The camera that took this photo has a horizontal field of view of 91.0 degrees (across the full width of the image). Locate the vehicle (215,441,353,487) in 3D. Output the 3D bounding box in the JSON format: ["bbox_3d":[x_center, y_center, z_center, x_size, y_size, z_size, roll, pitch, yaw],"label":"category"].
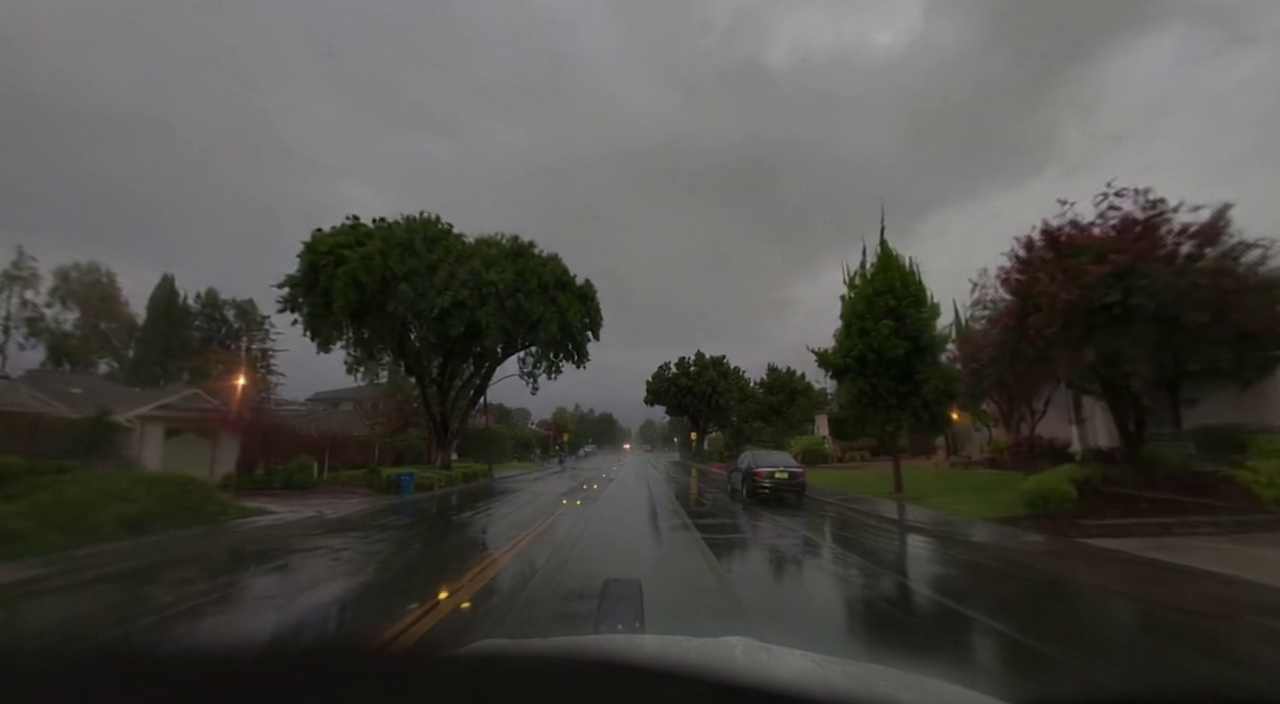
[{"bbox_3d":[-15.668,4.950,27.927,4.882,1.777,2.025,-2,-9,-2],"label":"vehicle"}]

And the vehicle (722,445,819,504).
[{"bbox_3d":[3.794,3.639,19.260,1.897,1.521,4.835,0,-9,-1],"label":"vehicle"}]
